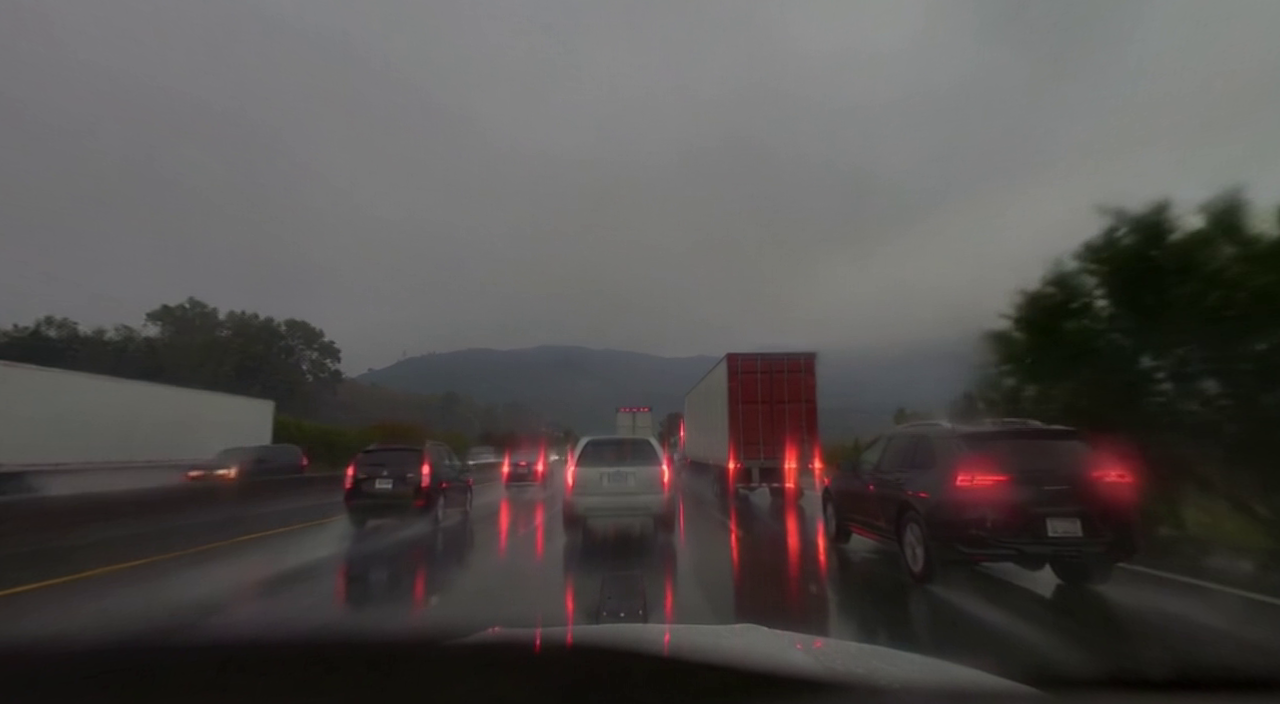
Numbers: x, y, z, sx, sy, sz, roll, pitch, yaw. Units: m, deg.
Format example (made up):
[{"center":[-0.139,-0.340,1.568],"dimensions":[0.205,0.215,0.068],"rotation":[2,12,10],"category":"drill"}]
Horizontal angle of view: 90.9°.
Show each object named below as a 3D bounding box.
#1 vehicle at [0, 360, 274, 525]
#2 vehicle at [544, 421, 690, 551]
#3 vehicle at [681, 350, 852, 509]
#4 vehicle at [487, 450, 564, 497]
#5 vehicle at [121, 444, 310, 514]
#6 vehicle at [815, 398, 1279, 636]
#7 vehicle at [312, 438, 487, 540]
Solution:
[{"center":[-16.821,2.893,19.689],"dimensions":[2.565,3.952,13.857],"rotation":[0,-9,0],"category":"vehicle"},{"center":[-0.335,2.204,10.987],"dimensions":[2.037,1.792,4.194],"rotation":[0,-9,0],"category":"vehicle"},{"center":[3.749,3.167,24.099],"dimensions":[3.186,4.111,15.553],"rotation":[0,-9,-1],"category":"vehicle"},{"center":[-3.965,4.259,22.536],"dimensions":[1.923,1.503,4.293],"rotation":[0,-9,0],"category":"vehicle"},{"center":[-12.379,3.701,18.956],"dimensions":[2.083,1.772,5.143],"rotation":[0,-9,0],"category":"vehicle"},{"center":[3.695,1.578,7.080],"dimensions":[2.076,1.751,4.666],"rotation":[0,-9,0],"category":"vehicle"},{"center":[-4.338,2.506,12.099],"dimensions":[1.789,1.620,3.841],"rotation":[0,-9,0],"category":"vehicle"}]
